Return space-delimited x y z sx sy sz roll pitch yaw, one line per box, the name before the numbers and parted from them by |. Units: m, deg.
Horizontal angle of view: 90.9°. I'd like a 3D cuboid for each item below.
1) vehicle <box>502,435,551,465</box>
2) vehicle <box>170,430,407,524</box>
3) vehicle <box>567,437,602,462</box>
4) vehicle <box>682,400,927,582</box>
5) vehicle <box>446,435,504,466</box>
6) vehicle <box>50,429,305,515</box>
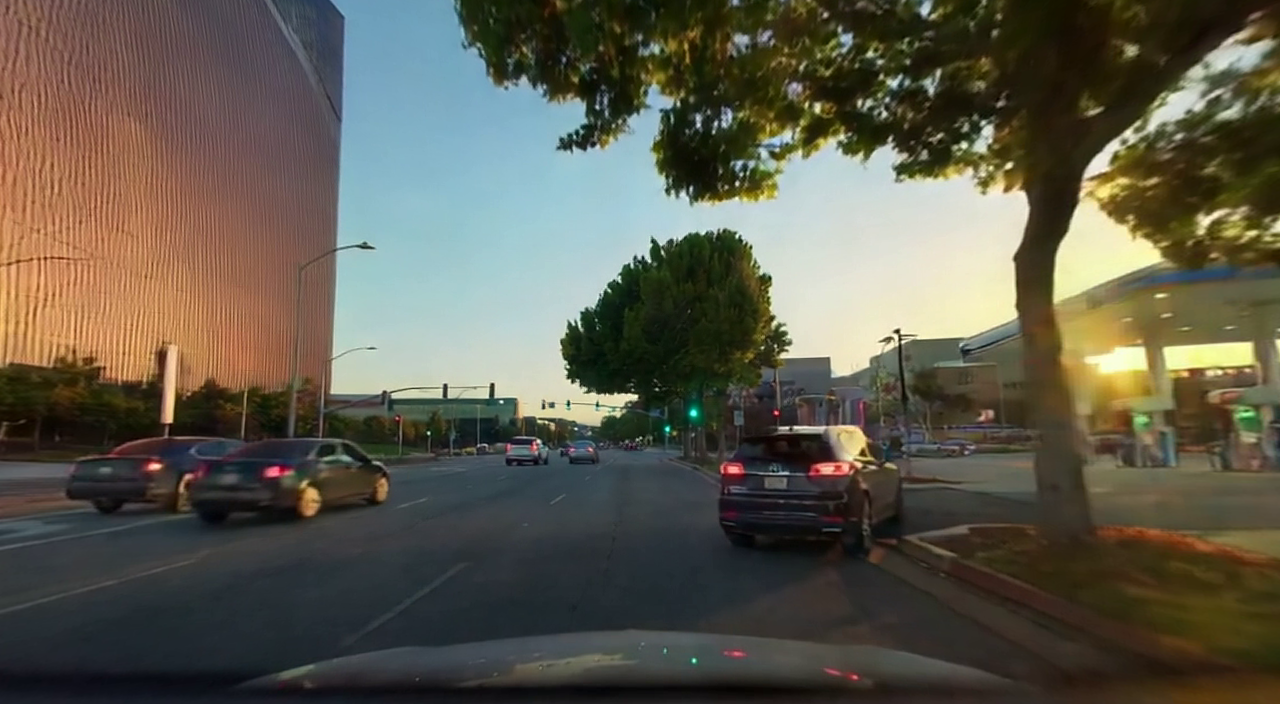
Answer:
vehicle | -6.638 5.805 37.310 2.018 1.658 4.391 0 -8 0
vehicle | -6.378 2.300 12.185 1.900 1.473 4.425 0 -8 2
vehicle | -3.947 7.022 45.628 2.081 1.698 4.362 0 -8 1
vehicle | 2.536 1.716 8.697 2.169 1.751 4.613 -5 -10 28
vehicle | -9.609 5.779 37.036 2.068 1.659 4.509 0 -8 1
vehicle | -9.648 2.520 13.817 1.965 1.541 4.718 0 -8 1
